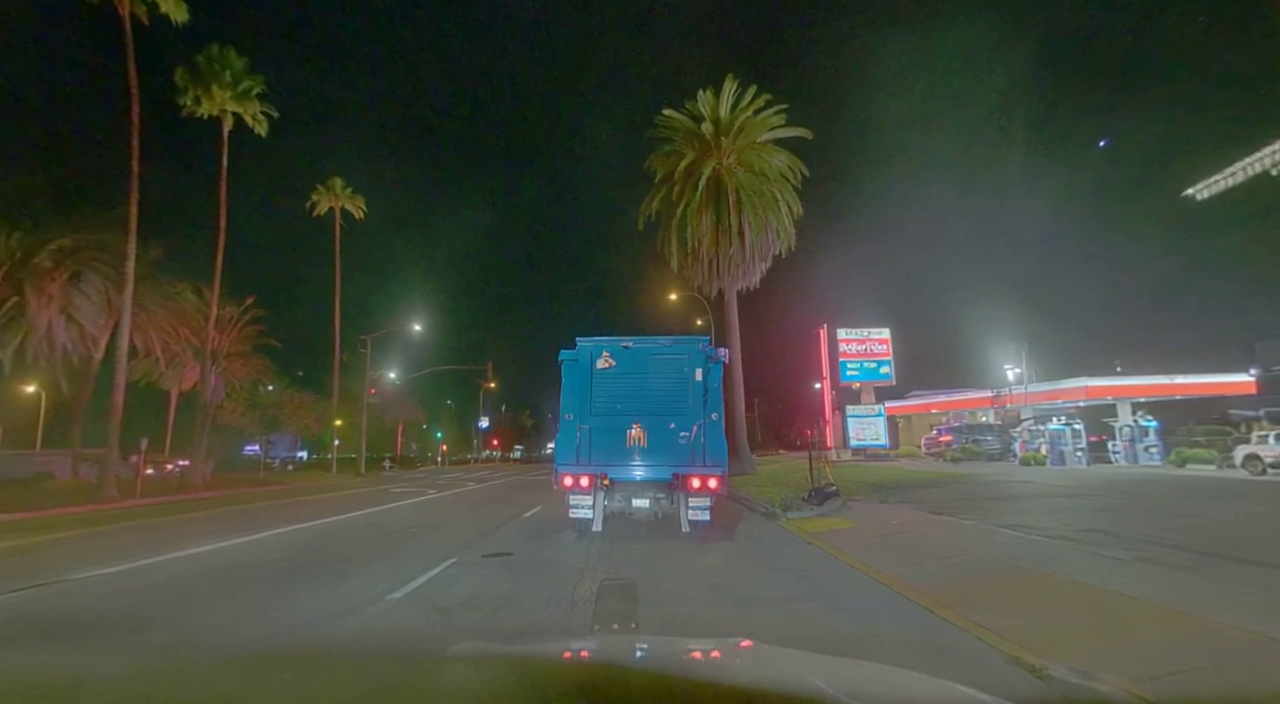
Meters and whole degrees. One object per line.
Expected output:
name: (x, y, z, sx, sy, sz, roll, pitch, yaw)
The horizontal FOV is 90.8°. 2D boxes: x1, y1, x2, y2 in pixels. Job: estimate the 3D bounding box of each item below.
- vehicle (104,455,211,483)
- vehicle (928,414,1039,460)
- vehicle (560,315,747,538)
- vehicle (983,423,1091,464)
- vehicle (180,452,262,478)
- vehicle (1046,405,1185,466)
vehicle: (-27.588, 6.670, 36.326, 4.493, 1.453, 1.912, 4, -9, -27)
vehicle: (16.023, 3.992, 29.385, 5.078, 1.937, 2.326, 6, -10, -34)
vehicle: (0.147, 1.350, 11.441, 2.463, 2.954, 5.938, 1, -7, -1)
vehicle: (15.260, 3.516, 24.255, 4.105, 1.433, 1.931, 6, -10, -34)
vehicle: (-27.898, 7.534, 42.222, 4.303, 1.567, 2.021, 4, -9, -27)
vehicle: (15.785, 2.736, 20.915, 4.472, 1.730, 1.939, 2, -10, -31)
